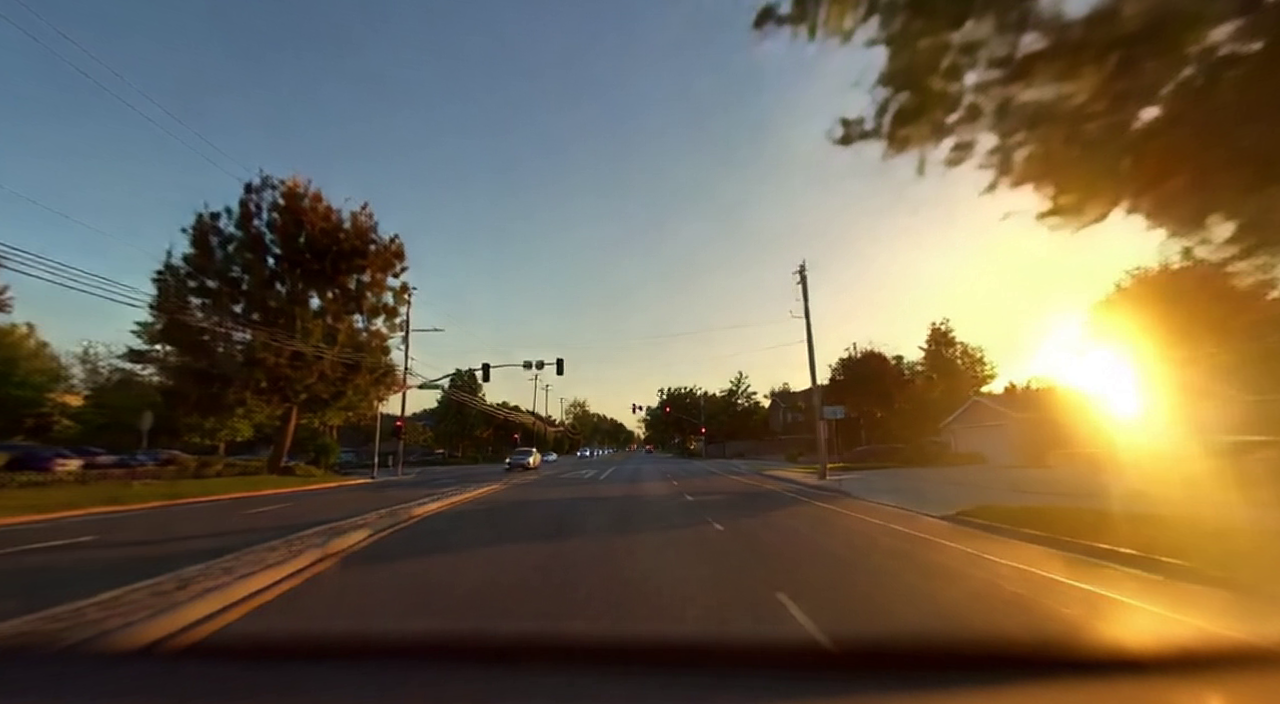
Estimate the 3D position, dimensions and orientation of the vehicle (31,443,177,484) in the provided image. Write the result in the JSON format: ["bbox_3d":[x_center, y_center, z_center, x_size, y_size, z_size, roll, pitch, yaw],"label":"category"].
[{"bbox_3d":[-23.885,4.983,28.205,4.552,1.721,2.117,0,-9,0],"label":"vehicle"}]

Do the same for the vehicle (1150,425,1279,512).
[{"bbox_3d":[14.267,2.544,14.124,4.276,1.703,2.088,2,-9,-14],"label":"vehicle"}]

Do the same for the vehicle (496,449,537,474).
[{"bbox_3d":[-8.697,7.732,44.858,1.986,1.665,4.284,-1,-9,1],"label":"vehicle"}]
